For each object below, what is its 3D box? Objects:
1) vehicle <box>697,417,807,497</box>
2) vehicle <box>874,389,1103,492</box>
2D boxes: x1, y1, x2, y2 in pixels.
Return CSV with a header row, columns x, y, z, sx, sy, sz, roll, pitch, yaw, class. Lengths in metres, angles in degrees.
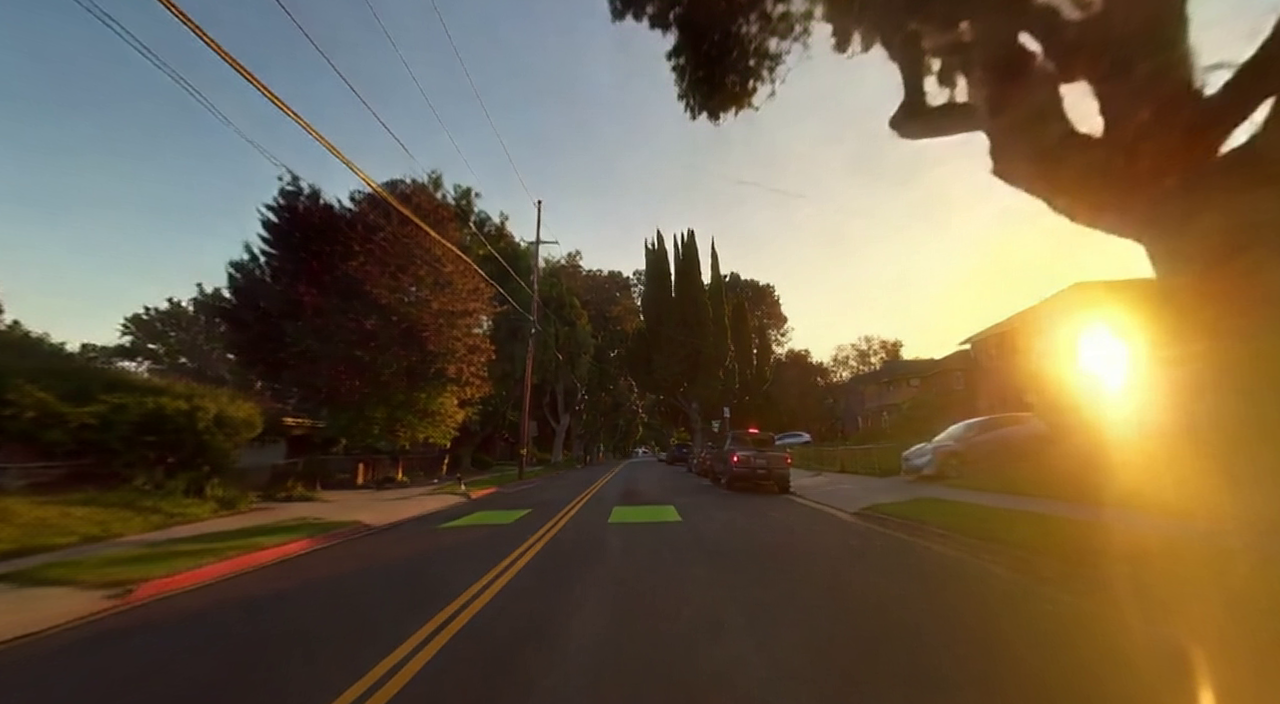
x,y,z,sx,sy,sz,roll,pitch,yaw,class
3.202,3.187,19.466,2.347,2.070,5.735,0,-9,0,vehicle
8.650,2.239,16.031,4.418,1.648,2.017,-10,-9,-2,vehicle
